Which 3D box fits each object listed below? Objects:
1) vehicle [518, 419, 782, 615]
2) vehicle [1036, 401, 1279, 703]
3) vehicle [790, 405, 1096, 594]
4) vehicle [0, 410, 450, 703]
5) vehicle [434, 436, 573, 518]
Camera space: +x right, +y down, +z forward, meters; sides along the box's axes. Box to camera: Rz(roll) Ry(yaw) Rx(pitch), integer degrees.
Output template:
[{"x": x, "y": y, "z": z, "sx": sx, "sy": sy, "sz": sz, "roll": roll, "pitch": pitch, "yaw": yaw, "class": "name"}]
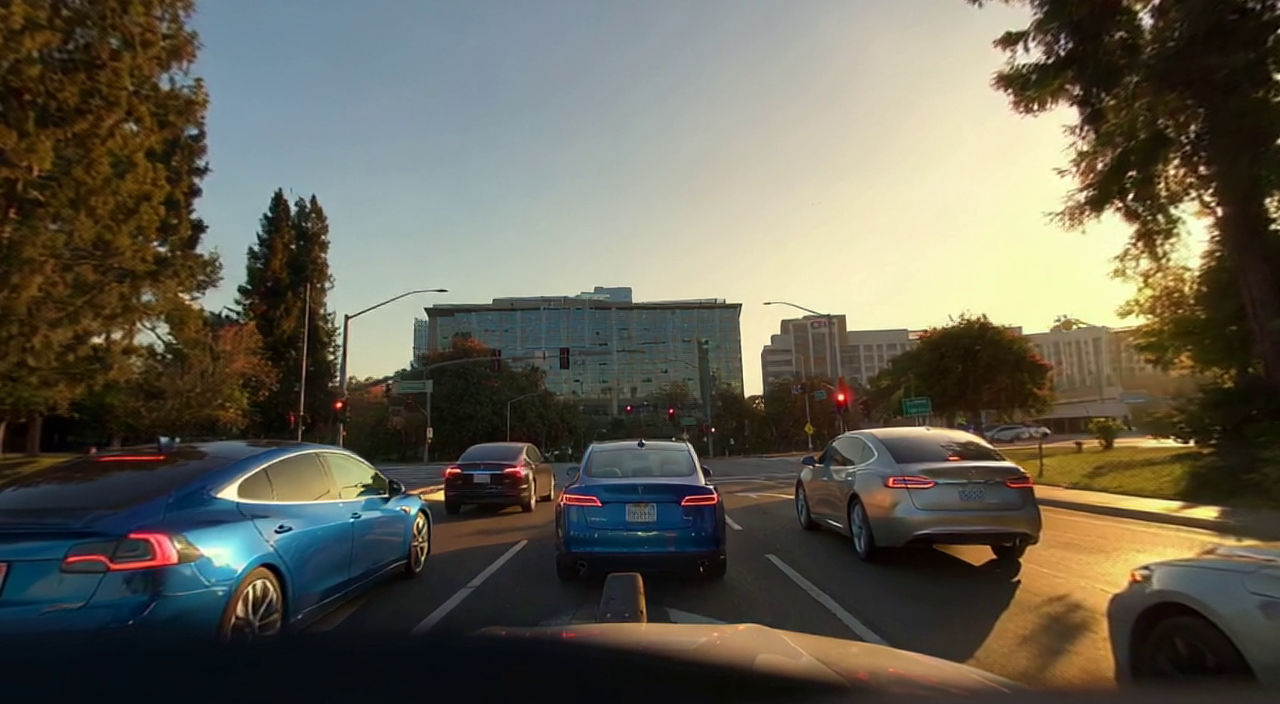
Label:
[{"x": 0.040, "y": 1.661, "z": 7.307, "sx": 2.144, "sy": 1.563, "sz": 4.218, "roll": 0, "pitch": -8, "yaw": -1, "class": "vehicle"}, {"x": 3.304, "y": 0.798, "z": 1.312, "sx": 1.951, "sy": 1.522, "sz": 4.614, "roll": 0, "pitch": -8, "yaw": 0, "class": "vehicle"}, {"x": 3.389, "y": 1.712, "z": 8.111, "sx": 1.938, "sy": 1.732, "sz": 4.006, "roll": 2, "pitch": -9, "yaw": 0, "class": "vehicle"}, {"x": -3.083, "y": 1.292, "z": 4.560, "sx": 2.015, "sy": 1.478, "sz": 4.407, "roll": 0, "pitch": -8, "yaw": 0, "class": "vehicle"}, {"x": -2.832, "y": 2.701, "z": 14.136, "sx": 2.089, "sy": 1.537, "sz": 4.073, "roll": -1, "pitch": -9, "yaw": 2, "class": "vehicle"}]
